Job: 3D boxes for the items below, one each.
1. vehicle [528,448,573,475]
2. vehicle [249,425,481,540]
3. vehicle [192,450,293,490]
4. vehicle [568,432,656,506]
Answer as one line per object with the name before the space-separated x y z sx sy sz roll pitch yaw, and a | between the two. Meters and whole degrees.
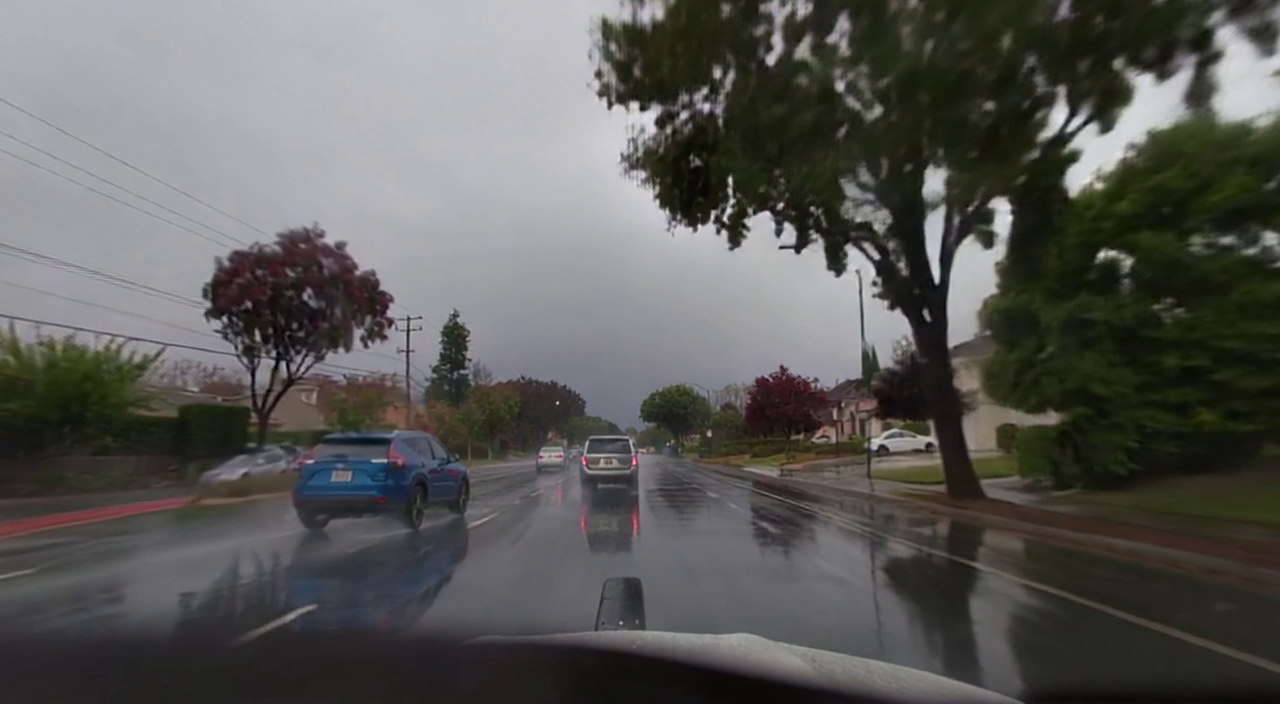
vehicle | -5.321 6.551 38.067 2.014 1.493 4.658 0 -9 0
vehicle | -4.751 2.322 11.917 2.243 1.722 4.621 0 -9 0
vehicle | -19.384 5.738 31.120 1.971 1.759 4.631 0 -9 -1
vehicle | -0.714 3.161 17.467 2.131 1.761 4.242 0 -9 -1
